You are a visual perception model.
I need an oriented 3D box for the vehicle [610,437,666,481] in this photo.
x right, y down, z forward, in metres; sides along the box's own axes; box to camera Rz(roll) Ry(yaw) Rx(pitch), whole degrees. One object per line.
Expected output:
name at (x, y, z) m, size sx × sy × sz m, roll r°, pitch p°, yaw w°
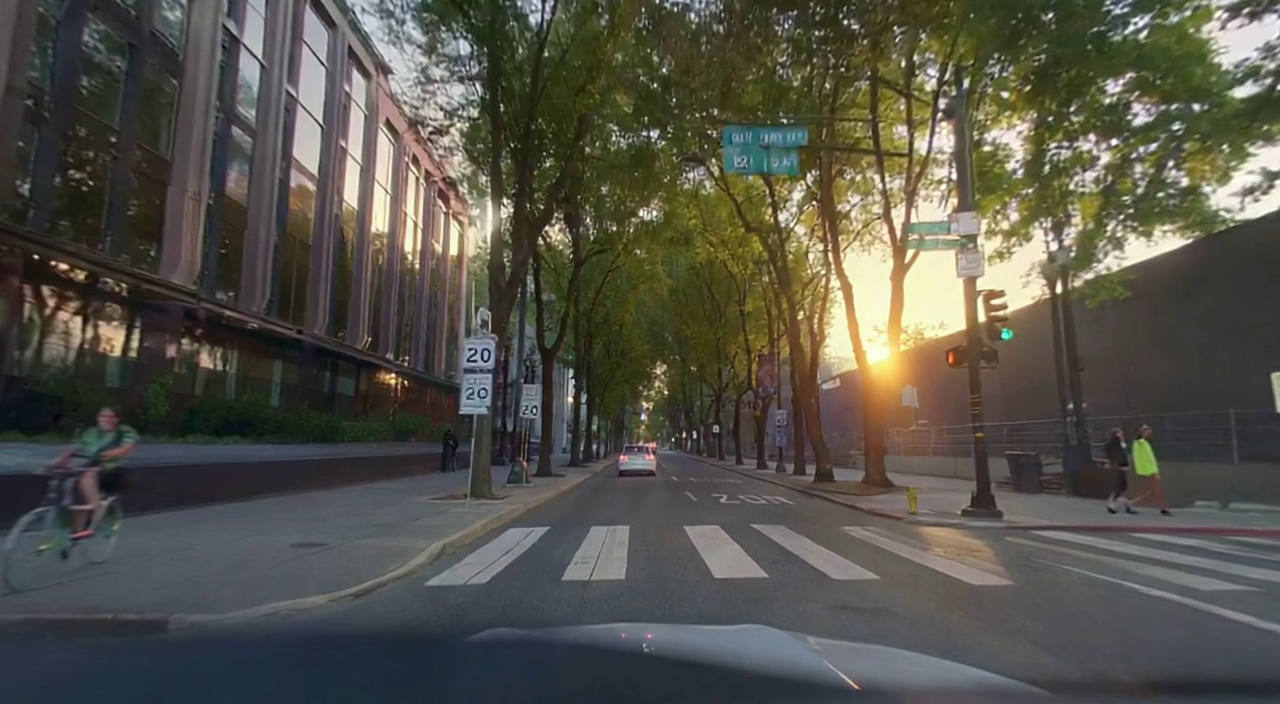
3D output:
vehicle at (-0.090, 4.251, 25.281) m, size 2.079 × 1.621 × 3.861 m, roll 0°, pitch -8°, yaw -1°
